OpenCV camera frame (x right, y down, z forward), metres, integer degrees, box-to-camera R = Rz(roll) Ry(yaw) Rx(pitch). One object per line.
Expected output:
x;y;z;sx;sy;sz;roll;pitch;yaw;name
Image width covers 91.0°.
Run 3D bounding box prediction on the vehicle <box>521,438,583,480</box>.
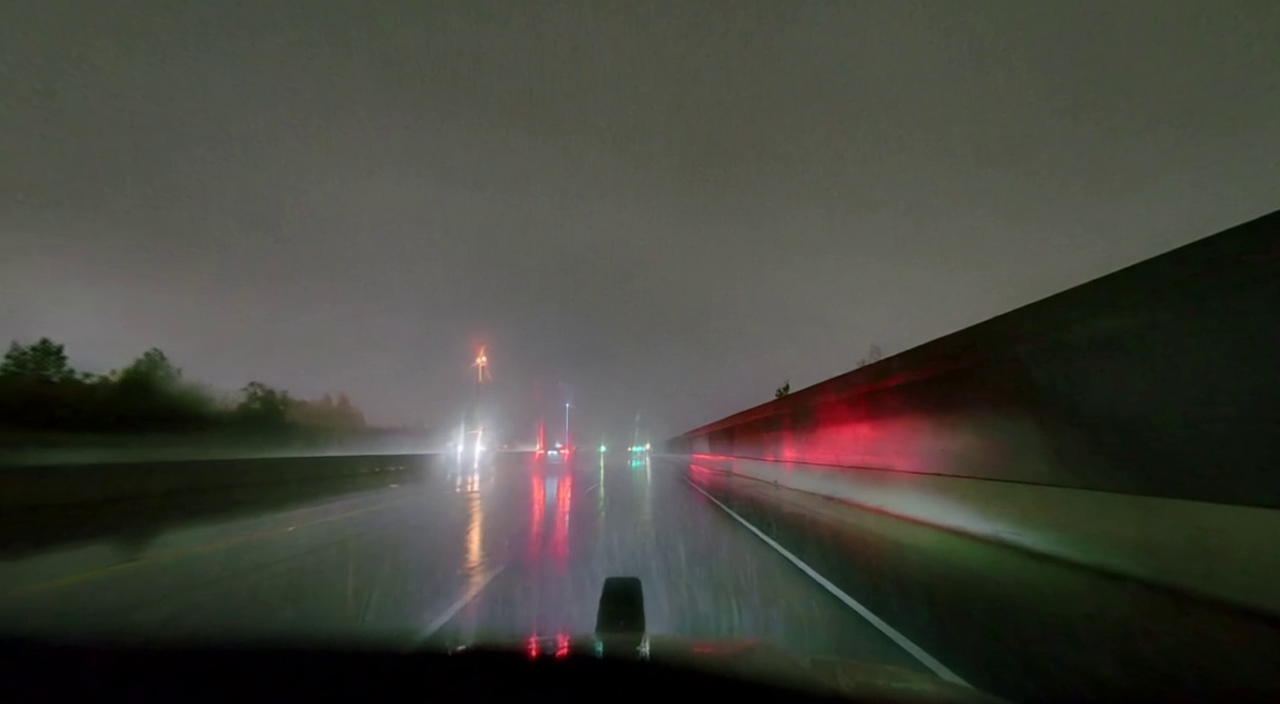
-3.879;4.814;28.553;2.133;1.683;4.340;1;-9;0;vehicle
